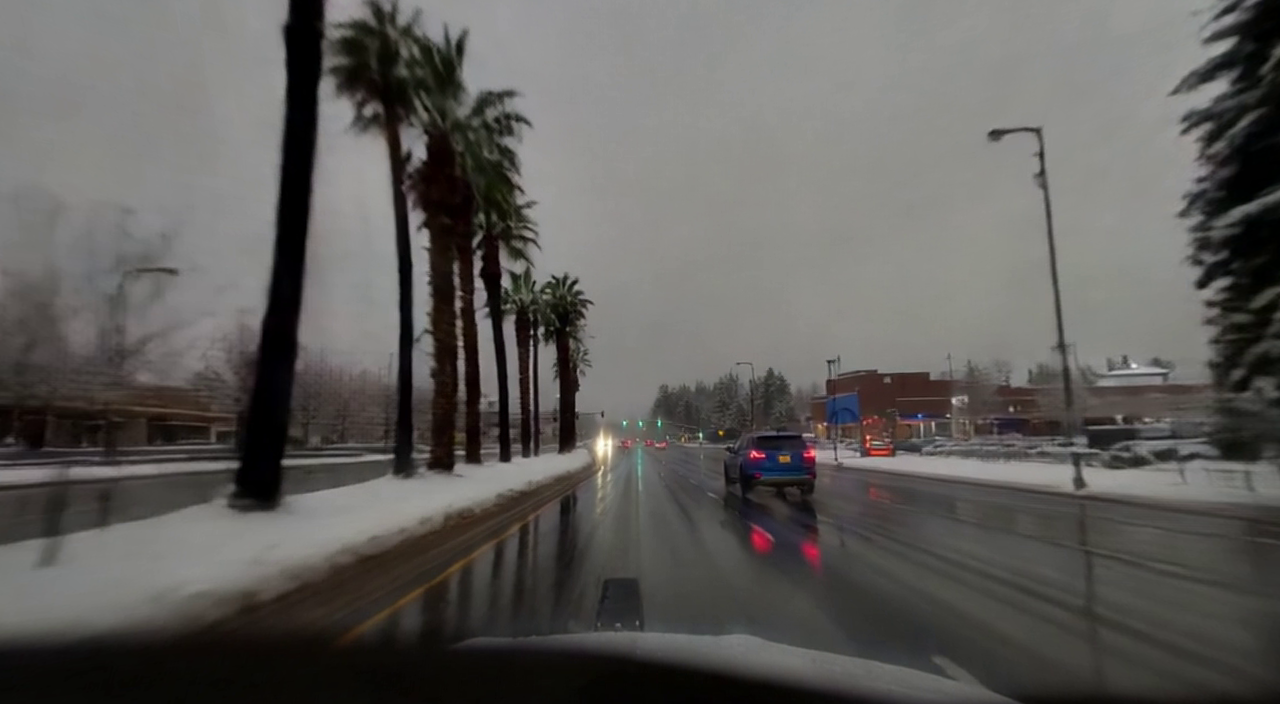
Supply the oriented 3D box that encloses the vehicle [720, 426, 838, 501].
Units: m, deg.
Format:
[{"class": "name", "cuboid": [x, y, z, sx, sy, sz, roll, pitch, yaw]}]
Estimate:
[{"class": "vehicle", "cuboid": [3.458, 2.855, 16.626, 2.072, 1.696, 4.177, 0, -8, -1]}]
